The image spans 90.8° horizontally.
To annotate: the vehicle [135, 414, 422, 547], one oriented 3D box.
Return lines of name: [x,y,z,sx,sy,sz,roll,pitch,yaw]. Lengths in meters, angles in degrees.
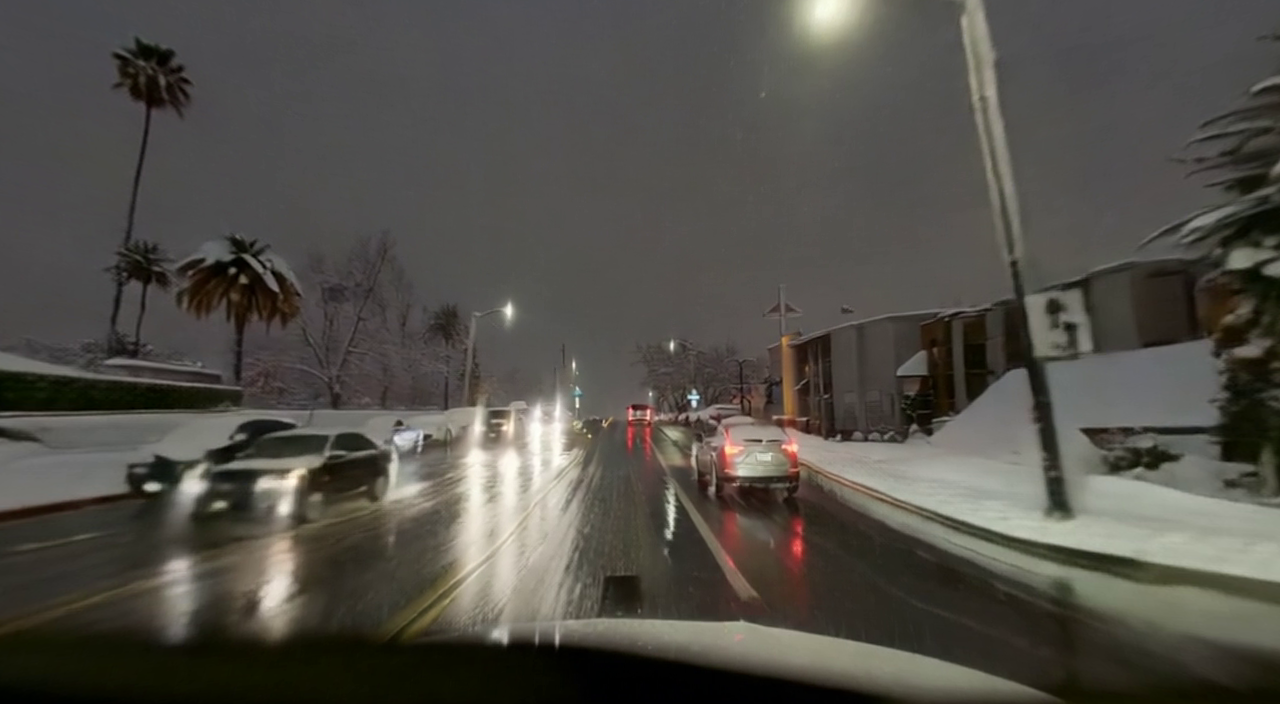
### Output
vehicle: [-5.872,2.142,11.230,2.295,1.837,4.680,0,-8,0]

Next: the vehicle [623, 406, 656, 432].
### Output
vehicle: [-0.028,4.676,43.802,2.196,1.655,3.939,0,-8,1]

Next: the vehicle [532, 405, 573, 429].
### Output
vehicle: [-6.141,4.647,45.029,2.153,1.469,4.939,0,-8,0]

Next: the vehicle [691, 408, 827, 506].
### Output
vehicle: [2.466,2.340,14.358,1.995,1.858,4.333,1,-8,-4]

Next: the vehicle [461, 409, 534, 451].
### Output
vehicle: [-6.114,3.473,27.727,2.171,1.676,4.523,0,-8,0]
